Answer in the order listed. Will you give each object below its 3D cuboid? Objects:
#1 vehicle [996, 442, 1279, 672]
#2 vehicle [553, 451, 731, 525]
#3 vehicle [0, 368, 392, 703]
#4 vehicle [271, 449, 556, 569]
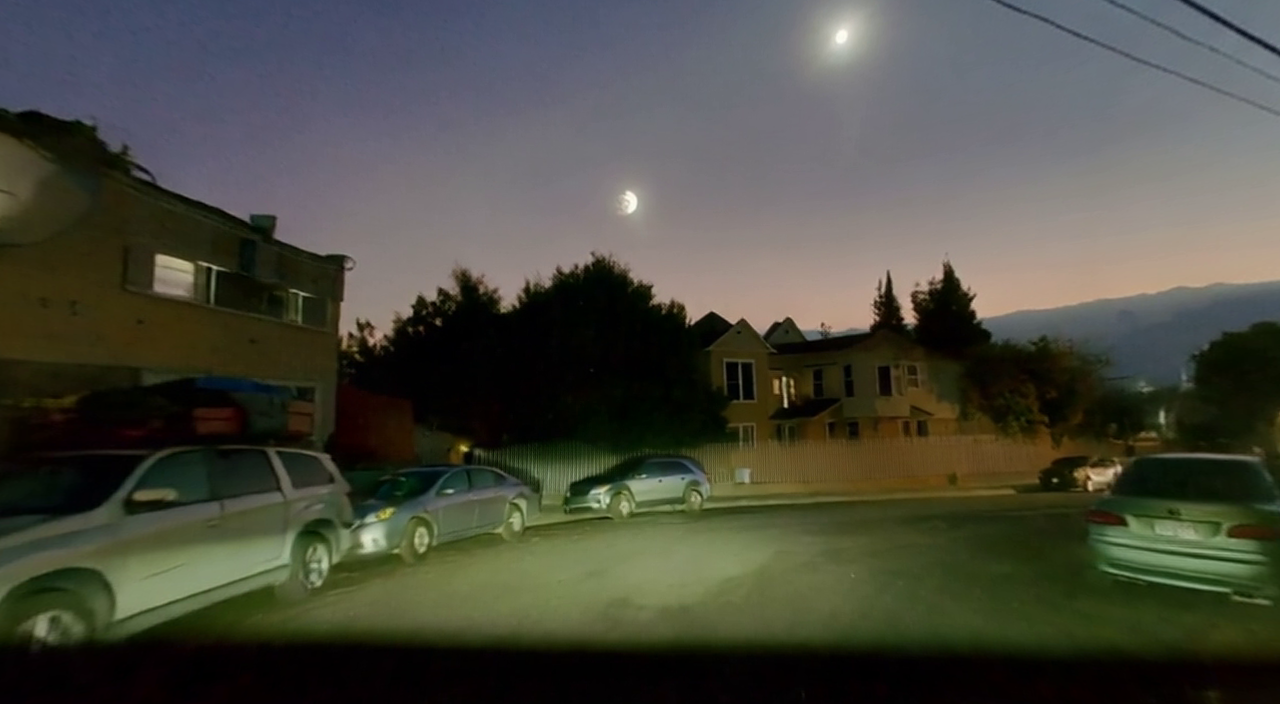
[{"bbox_3d":[5.459,1.682,6.384,2.054,1.509,4.671,-8,-11,43],"label":"vehicle"},{"bbox_3d":[0.141,3.370,16.235,4.217,1.547,2.082,7,-11,-40],"label":"vehicle"},{"bbox_3d":[-4.124,1.352,4.901,2.247,1.702,5.043,-5,-10,2],"label":"vehicle"},{"bbox_3d":[-3.328,2.478,10.506,1.943,1.475,4.701,-6,-12,17],"label":"vehicle"}]
